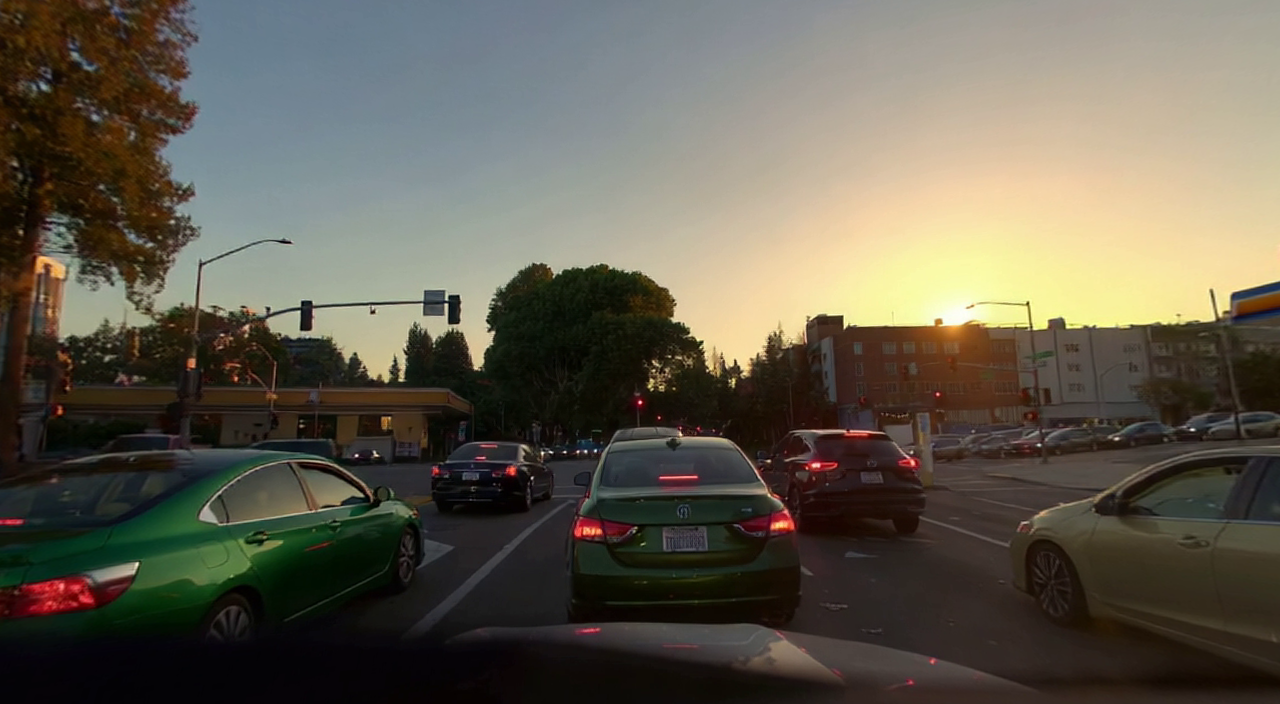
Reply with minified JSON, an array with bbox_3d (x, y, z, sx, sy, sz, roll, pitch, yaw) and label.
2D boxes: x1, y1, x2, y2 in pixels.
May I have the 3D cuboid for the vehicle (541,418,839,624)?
[{"bbox_3d":[0.319,1.587,6.924,2.220,1.507,4.317,0,-9,-2],"label":"vehicle"}]

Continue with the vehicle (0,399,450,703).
[{"bbox_3d":[-3.017,1.256,4.594,1.887,1.493,4.255,0,-9,1],"label":"vehicle"}]

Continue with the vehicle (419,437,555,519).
[{"bbox_3d":[-3.083,2.635,13.676,1.867,1.474,4.237,0,-9,1],"label":"vehicle"}]

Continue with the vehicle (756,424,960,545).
[{"bbox_3d":[3.372,2.125,10.744,1.947,1.630,4.127,0,-9,-1],"label":"vehicle"}]

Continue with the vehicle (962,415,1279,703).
[{"bbox_3d":[4.166,1.139,3.625,1.950,1.497,4.686,0,-9,-3],"label":"vehicle"}]
